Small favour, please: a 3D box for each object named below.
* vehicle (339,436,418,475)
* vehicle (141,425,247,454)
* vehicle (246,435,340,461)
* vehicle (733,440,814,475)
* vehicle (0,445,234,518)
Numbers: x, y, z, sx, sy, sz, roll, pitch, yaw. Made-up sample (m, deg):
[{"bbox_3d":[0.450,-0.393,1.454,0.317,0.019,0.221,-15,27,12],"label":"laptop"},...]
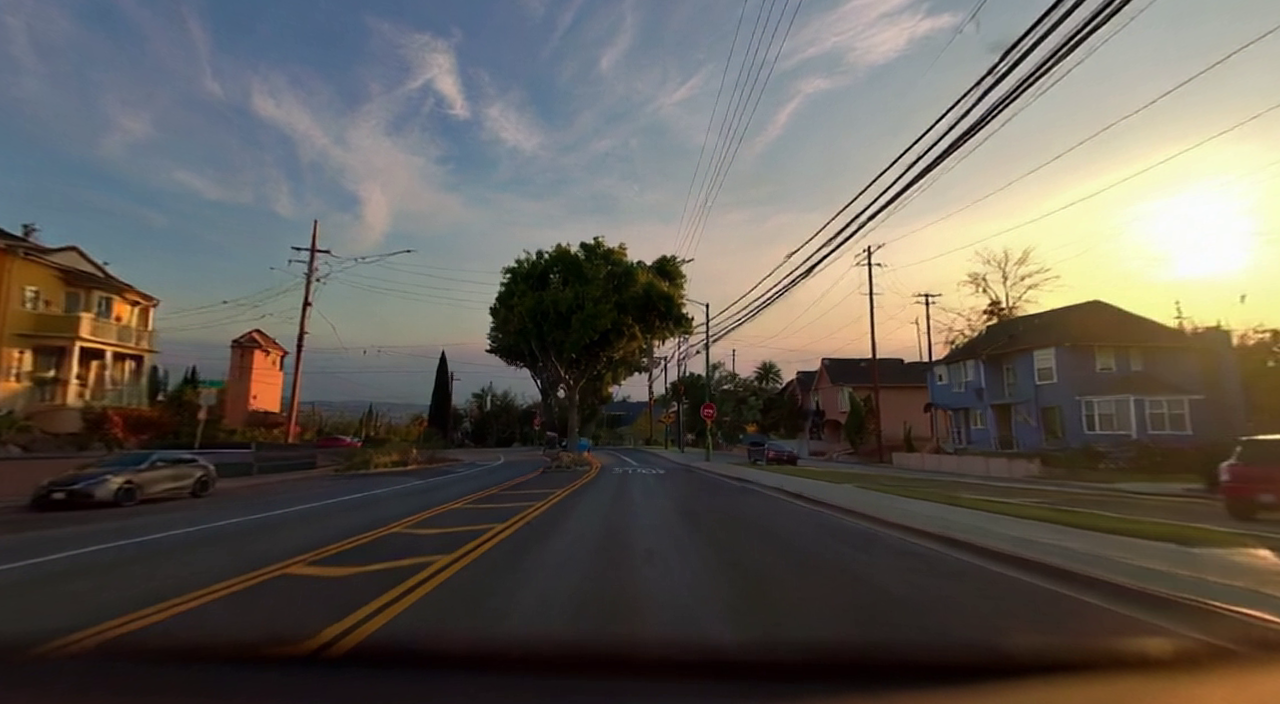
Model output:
[{"bbox_3d":[-13.049,5.210,31.922,1.940,1.789,5.086,0,-8,-2],"label":"vehicle"},{"bbox_3d":[-27.317,5.404,38.852,4.842,1.690,1.938,1,-9,-9],"label":"vehicle"},{"bbox_3d":[-21.624,6.013,39.562,4.647,1.515,2.009,1,-9,-6],"label":"vehicle"},{"bbox_3d":[6.253,5.014,30.241,2.081,1.496,4.490,2,-9,-13],"label":"vehicle"},{"bbox_3d":[-12.316,3.022,15.438,1.957,1.459,4.913,1,-9,-6],"label":"vehicle"}]
